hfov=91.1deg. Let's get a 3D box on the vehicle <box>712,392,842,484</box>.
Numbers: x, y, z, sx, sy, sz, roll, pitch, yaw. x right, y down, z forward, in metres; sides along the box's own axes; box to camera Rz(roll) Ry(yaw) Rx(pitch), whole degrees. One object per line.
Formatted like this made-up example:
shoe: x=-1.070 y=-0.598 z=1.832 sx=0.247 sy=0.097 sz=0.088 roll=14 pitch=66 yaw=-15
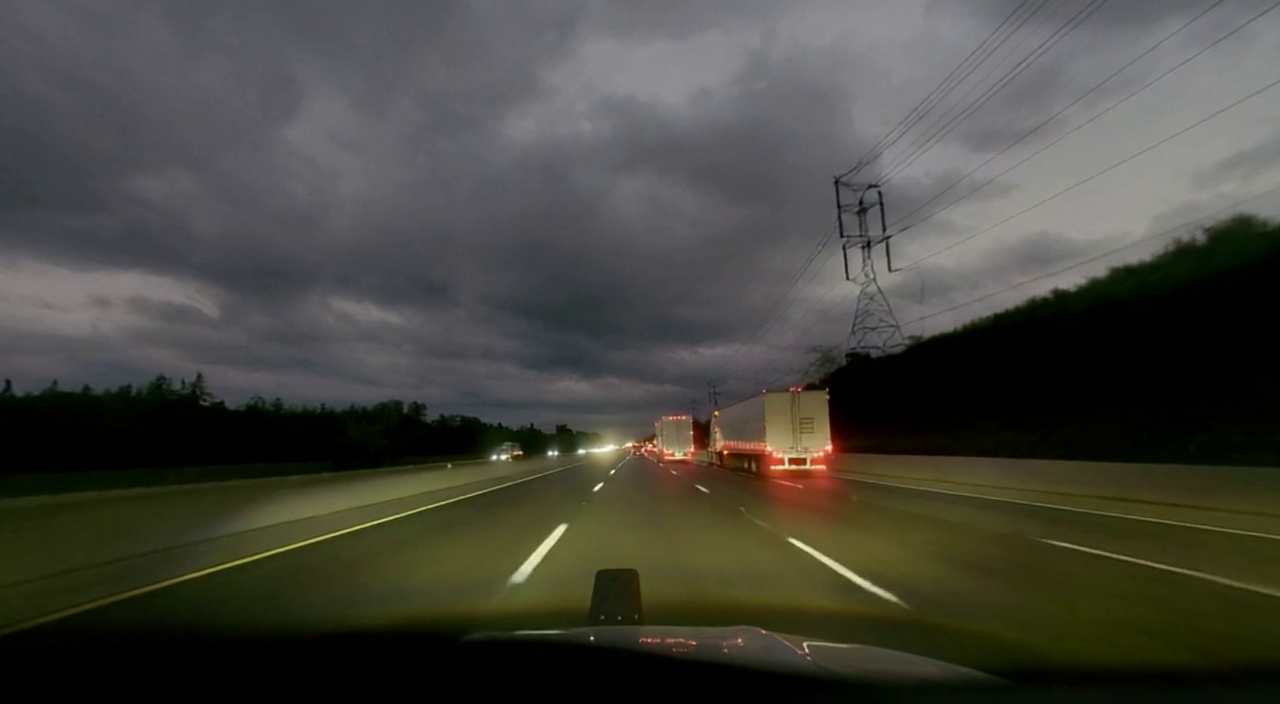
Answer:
vehicle: x=7.202 y=5.186 z=37.120 sx=3.400 sy=4.134 sz=17.388 roll=0 pitch=-9 yaw=-1
